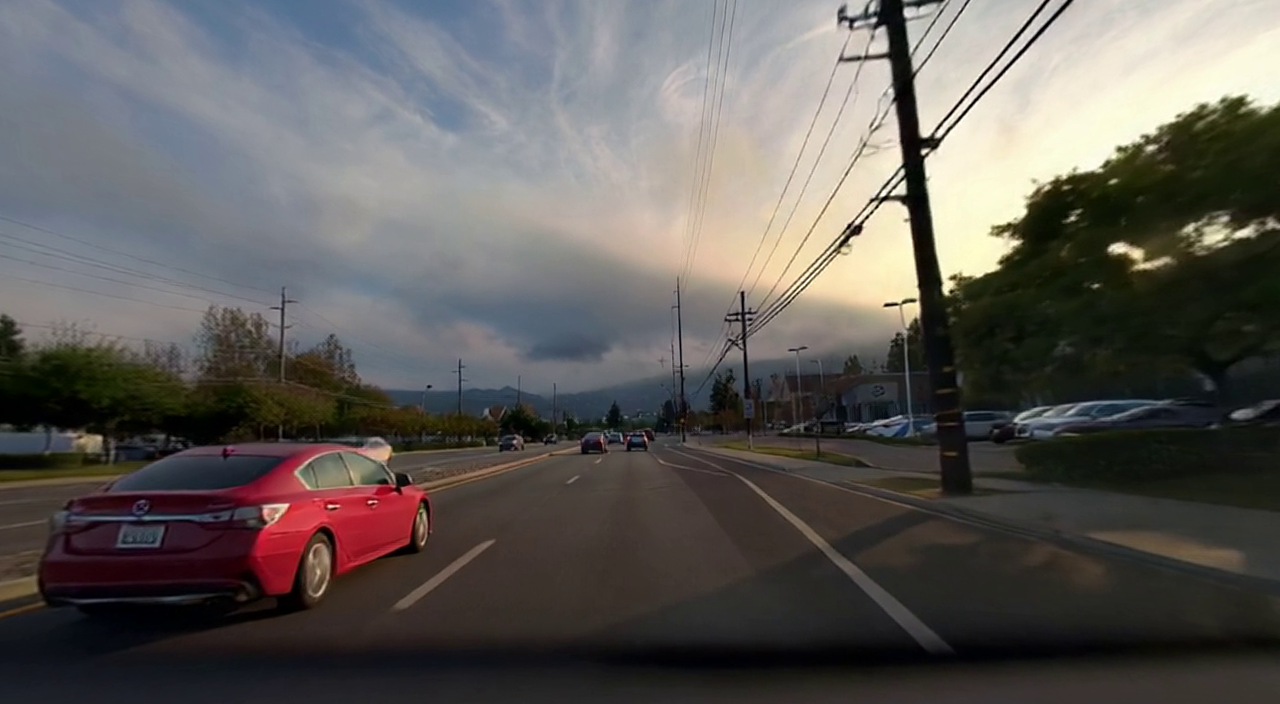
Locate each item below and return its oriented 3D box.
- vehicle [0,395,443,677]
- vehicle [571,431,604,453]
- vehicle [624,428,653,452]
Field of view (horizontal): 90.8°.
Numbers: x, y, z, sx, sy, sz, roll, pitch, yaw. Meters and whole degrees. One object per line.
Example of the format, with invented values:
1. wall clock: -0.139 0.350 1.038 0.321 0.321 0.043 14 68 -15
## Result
1. vehicle: -3.496 1.314 5.732 1.928 1.488 4.635 0 -8 0
2. vehicle: -3.787 6.563 45.979 2.021 1.486 3.623 0 -8 1
3. vehicle: -0.143 6.789 48.772 2.182 1.773 4.041 0 -8 -1
